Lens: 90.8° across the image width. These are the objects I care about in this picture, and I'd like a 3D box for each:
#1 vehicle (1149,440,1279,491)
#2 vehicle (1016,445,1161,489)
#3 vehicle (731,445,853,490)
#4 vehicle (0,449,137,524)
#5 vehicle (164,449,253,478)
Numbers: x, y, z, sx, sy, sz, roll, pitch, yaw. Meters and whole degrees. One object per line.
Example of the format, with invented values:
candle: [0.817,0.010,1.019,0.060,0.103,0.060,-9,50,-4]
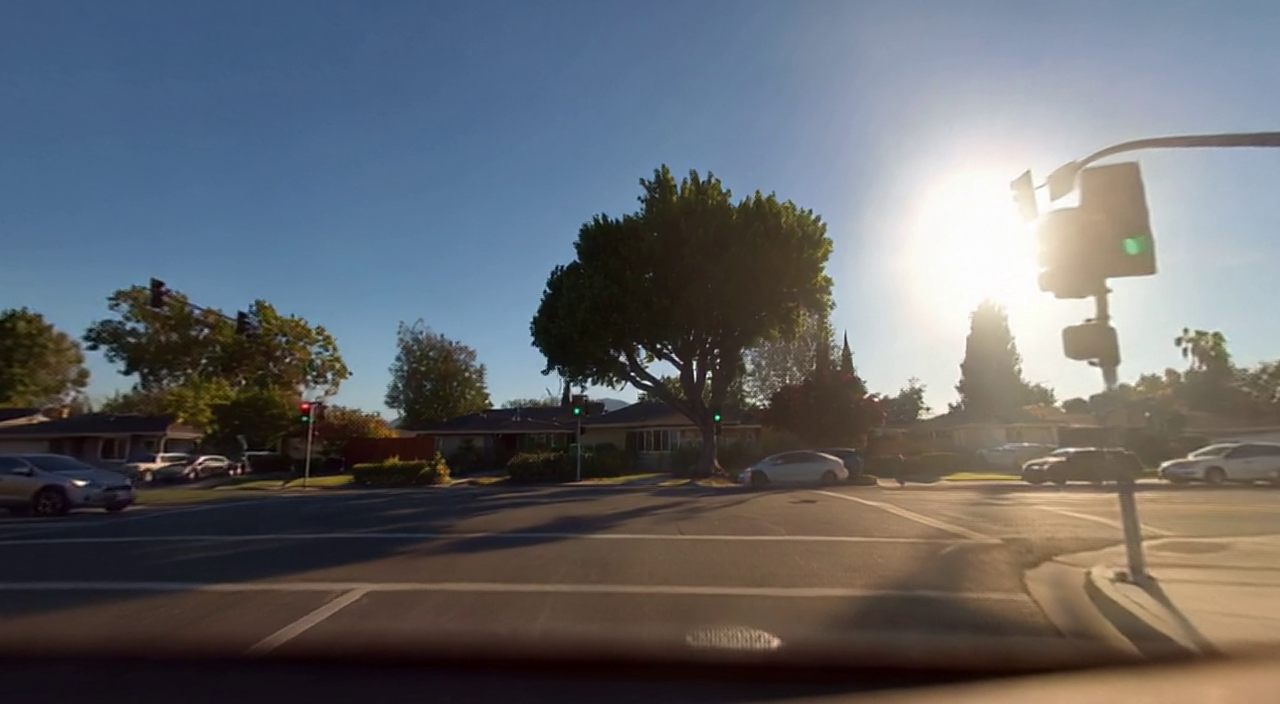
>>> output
vehicle: [20.780,3.890,21.821,4.510,1.673,2.030,0,-9,2]
vehicle: [18.025,4.633,25.579,4.326,1.672,1.903,0,-9,2]
vehicle: [5.242,4.045,22.223,3.815,1.504,1.790,0,-9,1]
vehicle: [-14.017,2.804,13.447,4.989,1.442,1.940,-1,-9,3]
vehicle: [-24.546,6.335,36.141,1.817,1.488,4.631,0,-9,0]
